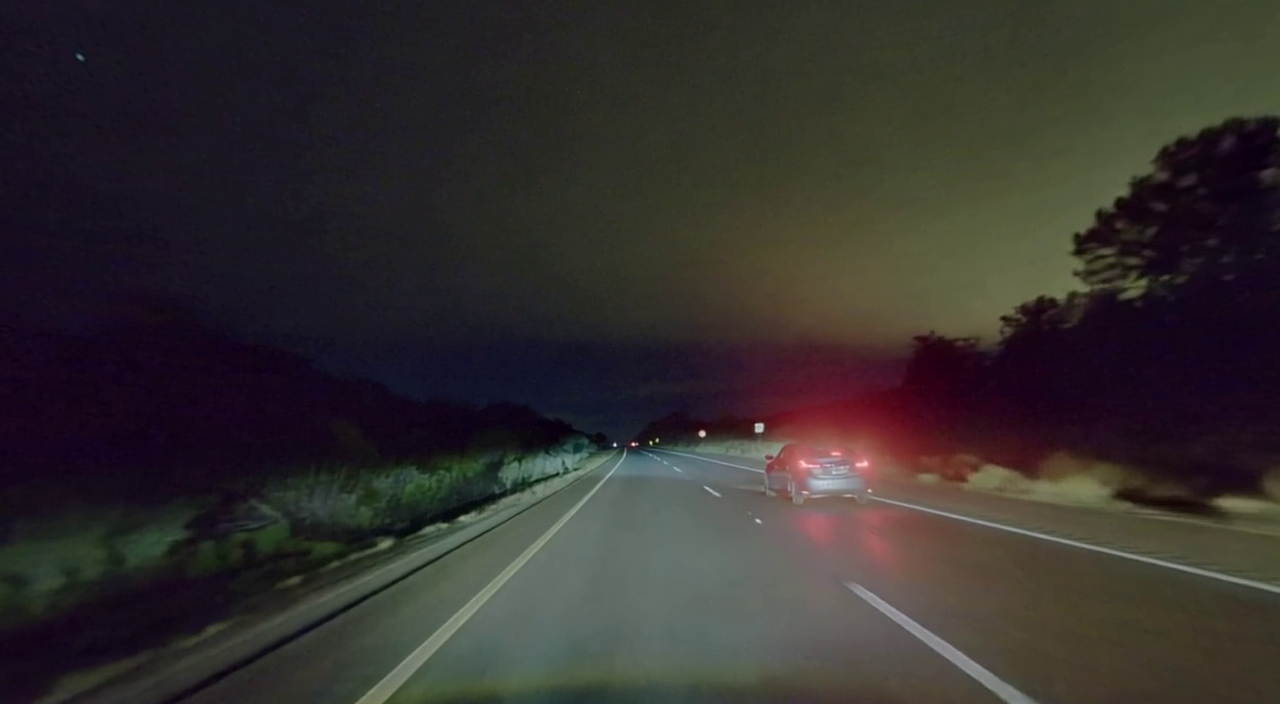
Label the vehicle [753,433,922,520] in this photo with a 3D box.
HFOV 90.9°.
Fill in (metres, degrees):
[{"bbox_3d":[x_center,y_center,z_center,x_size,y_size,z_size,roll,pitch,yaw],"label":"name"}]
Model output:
[{"bbox_3d":[3.797,2.469,13.080,2.003,1.466,4.441,0,-8,-1],"label":"vehicle"}]
